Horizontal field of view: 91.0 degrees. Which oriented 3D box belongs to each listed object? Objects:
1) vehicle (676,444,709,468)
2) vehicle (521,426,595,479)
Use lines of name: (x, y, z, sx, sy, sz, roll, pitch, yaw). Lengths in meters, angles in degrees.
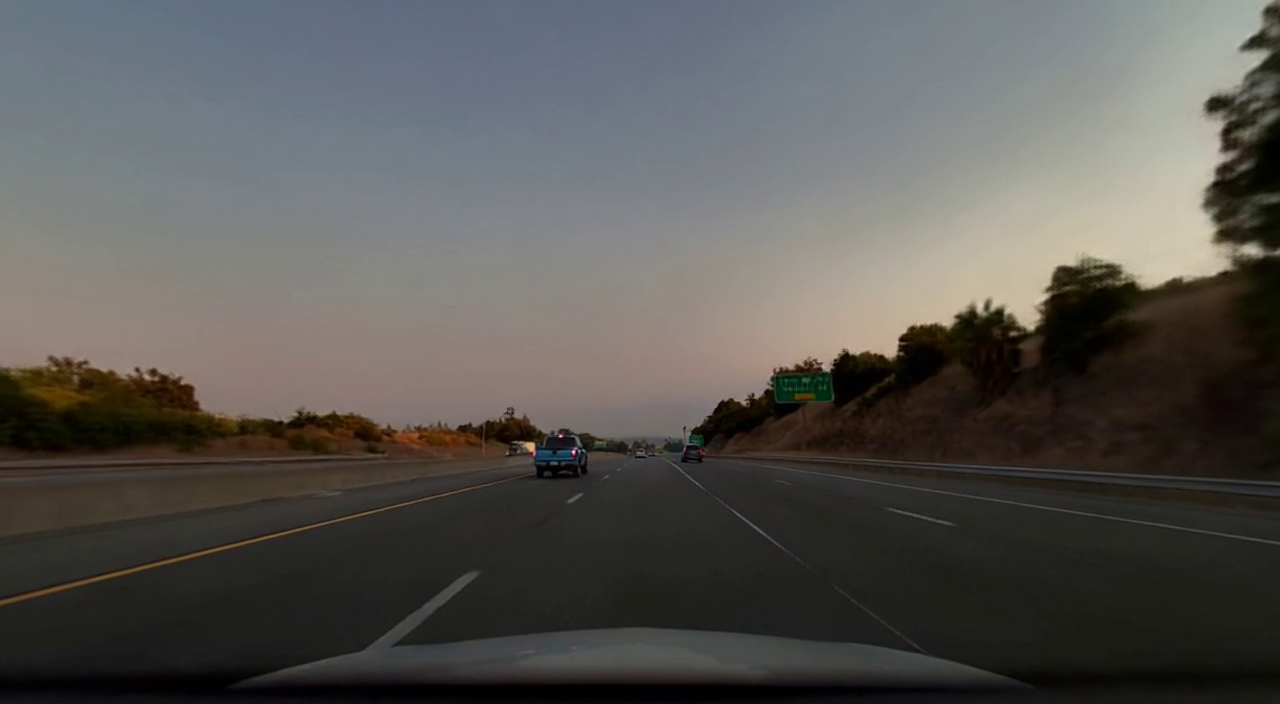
vehicle: (3.851, 7.671, 46.694, 2.095, 1.668, 4.135, 0, -9, 0)
vehicle: (-3.716, 4.784, 30.083, 2.496, 2.203, 6.317, 0, -9, 2)
